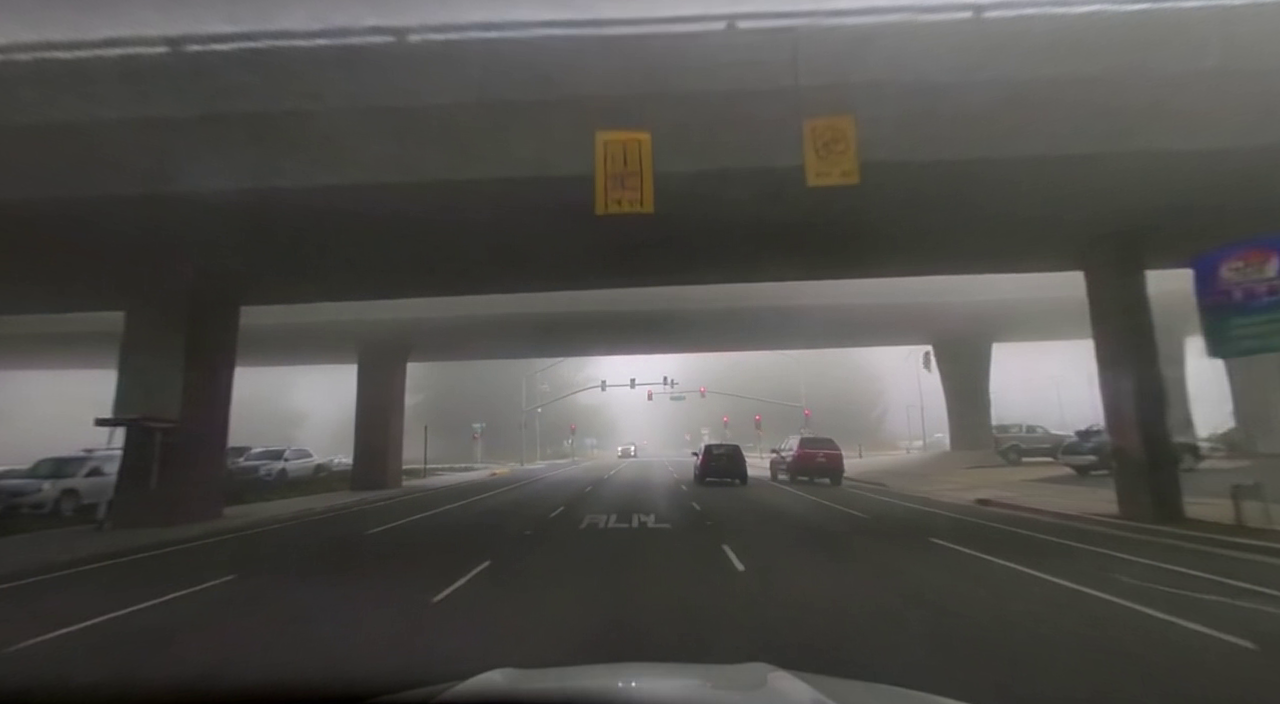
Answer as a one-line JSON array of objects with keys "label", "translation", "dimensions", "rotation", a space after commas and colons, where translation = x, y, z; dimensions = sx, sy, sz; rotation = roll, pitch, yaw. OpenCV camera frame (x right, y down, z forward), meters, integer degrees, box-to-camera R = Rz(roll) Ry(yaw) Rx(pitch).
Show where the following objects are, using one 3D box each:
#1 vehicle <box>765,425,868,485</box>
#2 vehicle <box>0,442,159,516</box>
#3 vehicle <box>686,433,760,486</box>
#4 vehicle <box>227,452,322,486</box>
[{"label": "vehicle", "translation": [6.911, 4.113, 25.515], "dimensions": [2.433, 2.116, 5.789], "rotation": [0, -8, 0]}, {"label": "vehicle", "translation": [-17.975, 3.849, 19.743], "dimensions": [2.167, 2.024, 4.589], "rotation": [0, -8, 0]}, {"label": "vehicle", "translation": [2.665, 3.547, 21.135], "dimensions": [1.947, 1.576, 3.825], "rotation": [0, -8, 0]}, {"label": "vehicle", "translation": [-17.760, 5.672, 30.922], "dimensions": [1.985, 1.505, 4.275], "rotation": [-1, -8, 2]}]
